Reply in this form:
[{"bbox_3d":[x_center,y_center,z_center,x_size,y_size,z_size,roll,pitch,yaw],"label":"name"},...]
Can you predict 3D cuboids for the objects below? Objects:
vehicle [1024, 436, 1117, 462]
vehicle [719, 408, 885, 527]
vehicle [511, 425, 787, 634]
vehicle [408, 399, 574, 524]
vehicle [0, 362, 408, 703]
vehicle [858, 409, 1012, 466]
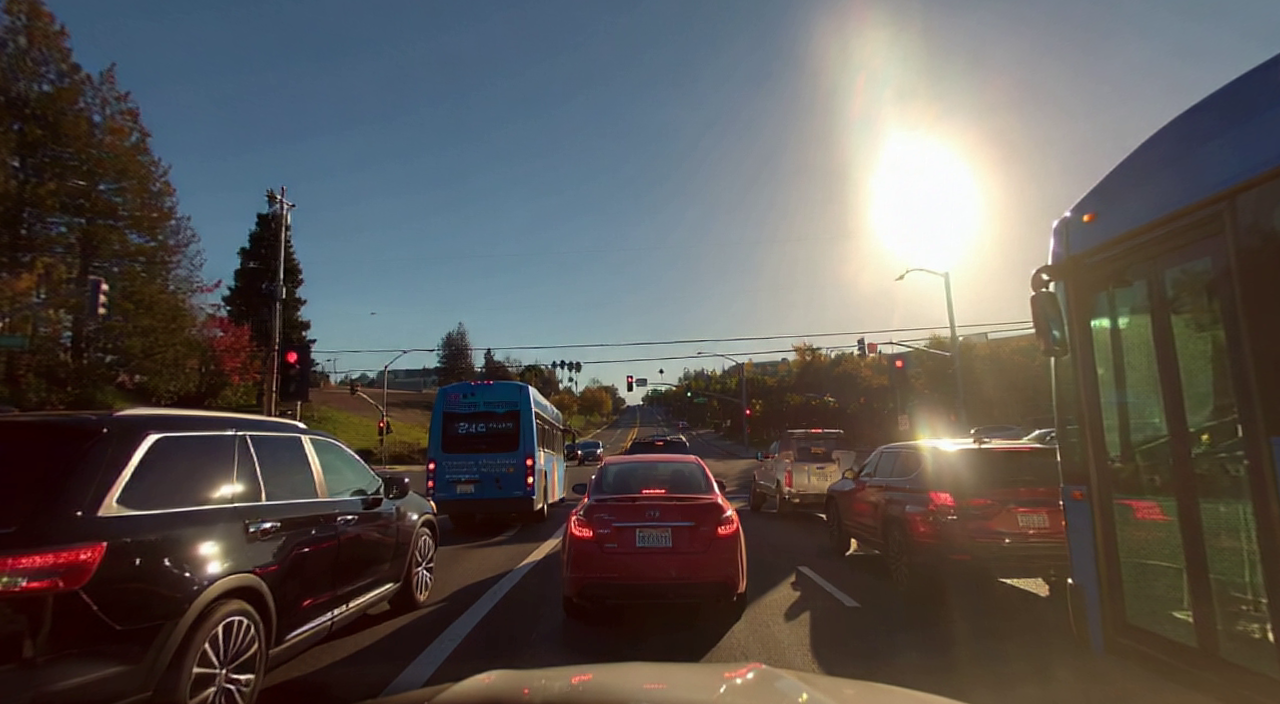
[{"bbox_3d":[25.840,5.822,38.006,4.229,1.489,1.794,0,-8,-2],"label":"vehicle"},{"bbox_3d":[3.137,2.396,13.666,2.143,2.036,5.367,0,-8,0],"label":"vehicle"},{"bbox_3d":[0.055,1.550,6.428,1.976,1.485,3.624,0,-8,0],"label":"vehicle"},{"bbox_3d":[-2.937,2.353,13.972,2.335,2.221,5.165,0,-8,1],"label":"vehicle"},{"bbox_3d":[-3.415,1.181,4.634,1.921,1.701,3.989,0,-8,-1],"label":"vehicle"},{"bbox_3d":[17.570,5.137,37.923,7.839,3.213,2.628,0,-8,-3],"label":"vehicle"}]
